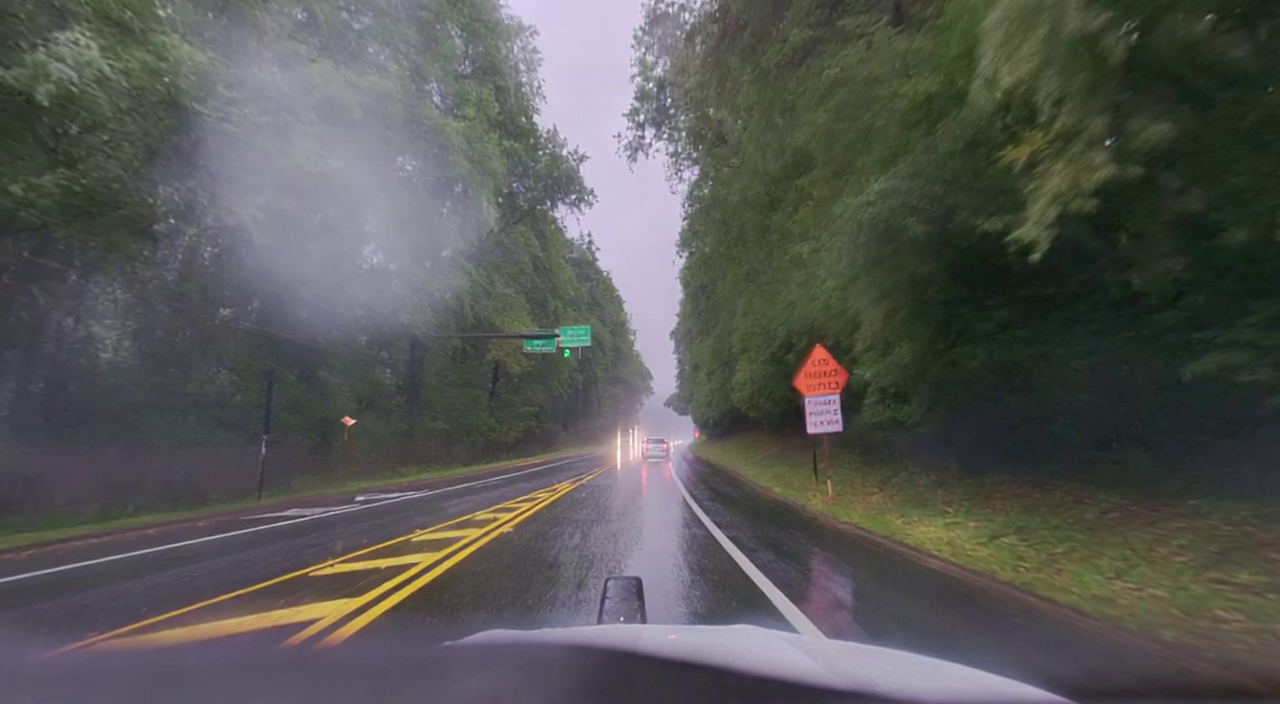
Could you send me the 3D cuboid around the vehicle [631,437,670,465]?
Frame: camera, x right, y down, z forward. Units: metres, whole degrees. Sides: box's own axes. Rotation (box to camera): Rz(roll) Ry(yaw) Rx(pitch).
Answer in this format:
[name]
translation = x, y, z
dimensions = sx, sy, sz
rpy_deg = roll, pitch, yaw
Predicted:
[vehicle]
translation = 0.605, 5.545, 35.507
dimensions = 2.067, 1.486, 3.861
rpy_deg = -1, -9, 2
